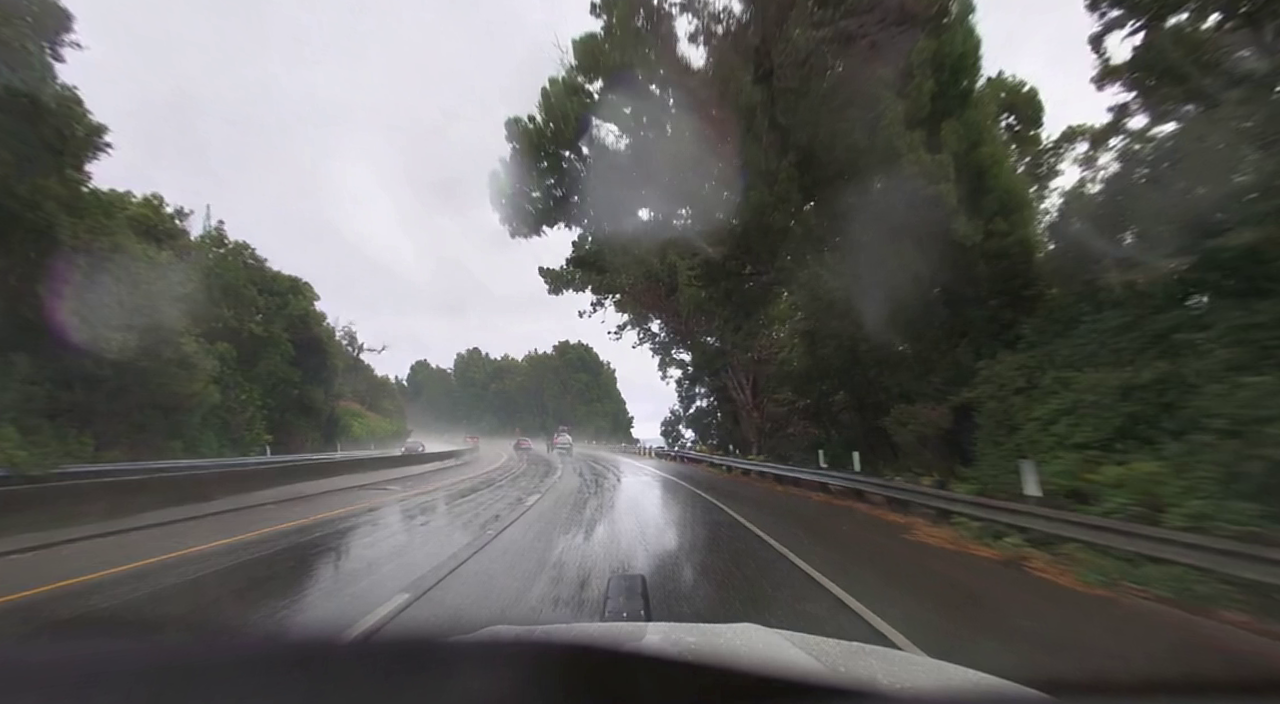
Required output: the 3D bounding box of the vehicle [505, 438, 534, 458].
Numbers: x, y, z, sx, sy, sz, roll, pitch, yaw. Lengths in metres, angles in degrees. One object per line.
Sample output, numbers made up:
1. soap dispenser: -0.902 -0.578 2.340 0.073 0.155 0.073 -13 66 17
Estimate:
1. vehicle: -9.360 7.412 48.763 2.065 1.466 4.281 2 -9 -13
